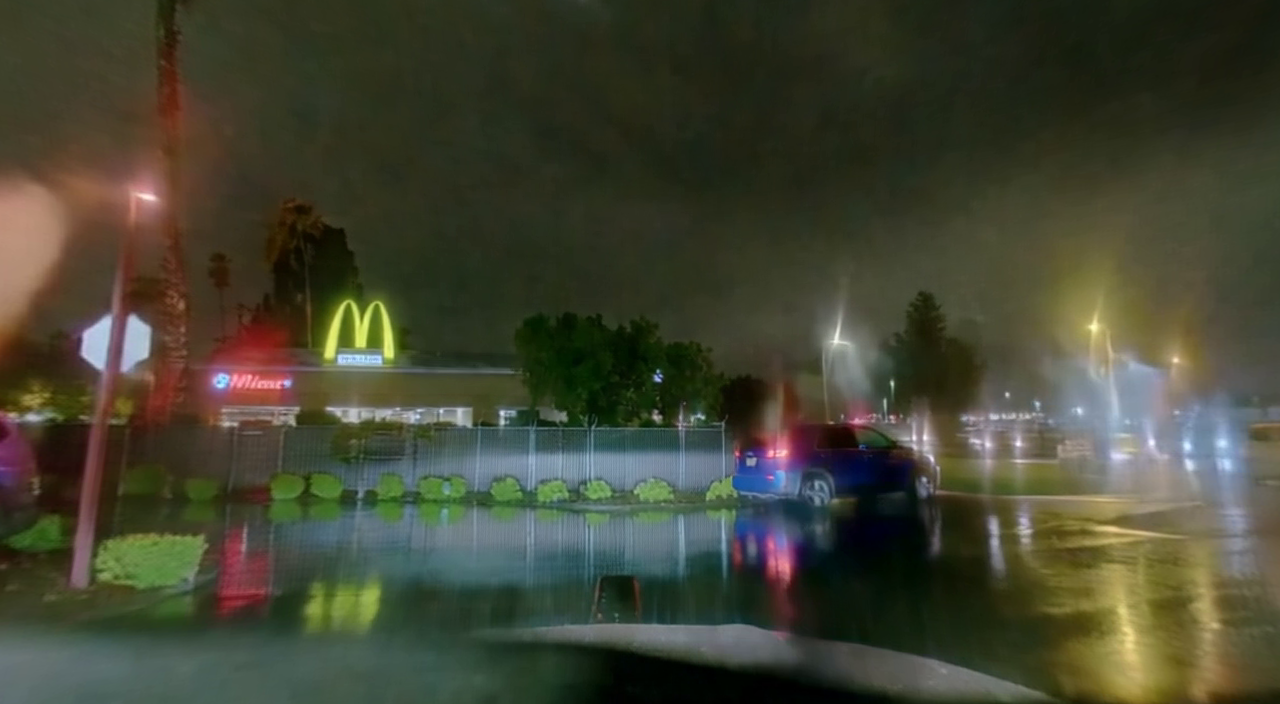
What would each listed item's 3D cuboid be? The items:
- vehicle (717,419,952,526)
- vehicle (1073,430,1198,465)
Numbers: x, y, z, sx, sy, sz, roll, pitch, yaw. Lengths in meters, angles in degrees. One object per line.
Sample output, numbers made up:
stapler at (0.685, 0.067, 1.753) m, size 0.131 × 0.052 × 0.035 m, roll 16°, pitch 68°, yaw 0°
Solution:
vehicle at (3.941, 2.258, 12.709) m, size 4.365 × 1.791 × 2.073 m, roll 4°, pitch -7°, yaw -31°
vehicle at (22.571, 4.382, 29.068) m, size 1.860 × 1.417 × 4.750 m, roll 1°, pitch -8°, yaw -1°
